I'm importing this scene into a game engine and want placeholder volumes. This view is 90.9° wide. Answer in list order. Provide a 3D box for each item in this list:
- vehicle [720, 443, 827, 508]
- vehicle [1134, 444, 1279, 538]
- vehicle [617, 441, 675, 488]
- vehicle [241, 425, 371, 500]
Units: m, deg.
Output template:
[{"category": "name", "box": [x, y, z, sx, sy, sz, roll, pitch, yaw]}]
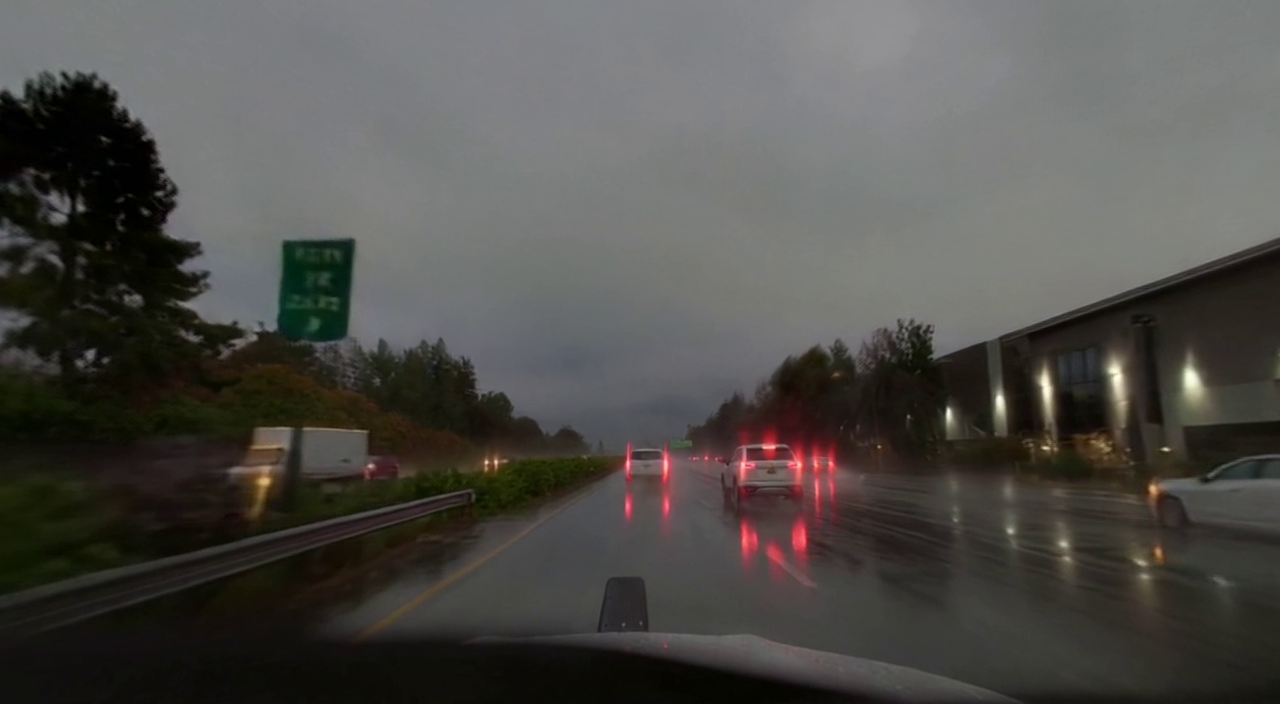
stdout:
[{"category": "vehicle", "box": [3.561, 3.366, 17.677, 2.042, 1.592, 4.047, 0, -8, -1]}, {"category": "vehicle", "box": [10.963, 2.248, 10.372, 2.027, 1.446, 4.470, 0, -8, 0]}, {"category": "vehicle", "box": [0.252, 4.811, 27.363, 2.290, 1.862, 4.454, 0, -8, 1]}, {"category": "vehicle", "box": [-14.206, 4.726, 27.378, 2.335, 2.870, 5.786, 0, -8, 1]}]
